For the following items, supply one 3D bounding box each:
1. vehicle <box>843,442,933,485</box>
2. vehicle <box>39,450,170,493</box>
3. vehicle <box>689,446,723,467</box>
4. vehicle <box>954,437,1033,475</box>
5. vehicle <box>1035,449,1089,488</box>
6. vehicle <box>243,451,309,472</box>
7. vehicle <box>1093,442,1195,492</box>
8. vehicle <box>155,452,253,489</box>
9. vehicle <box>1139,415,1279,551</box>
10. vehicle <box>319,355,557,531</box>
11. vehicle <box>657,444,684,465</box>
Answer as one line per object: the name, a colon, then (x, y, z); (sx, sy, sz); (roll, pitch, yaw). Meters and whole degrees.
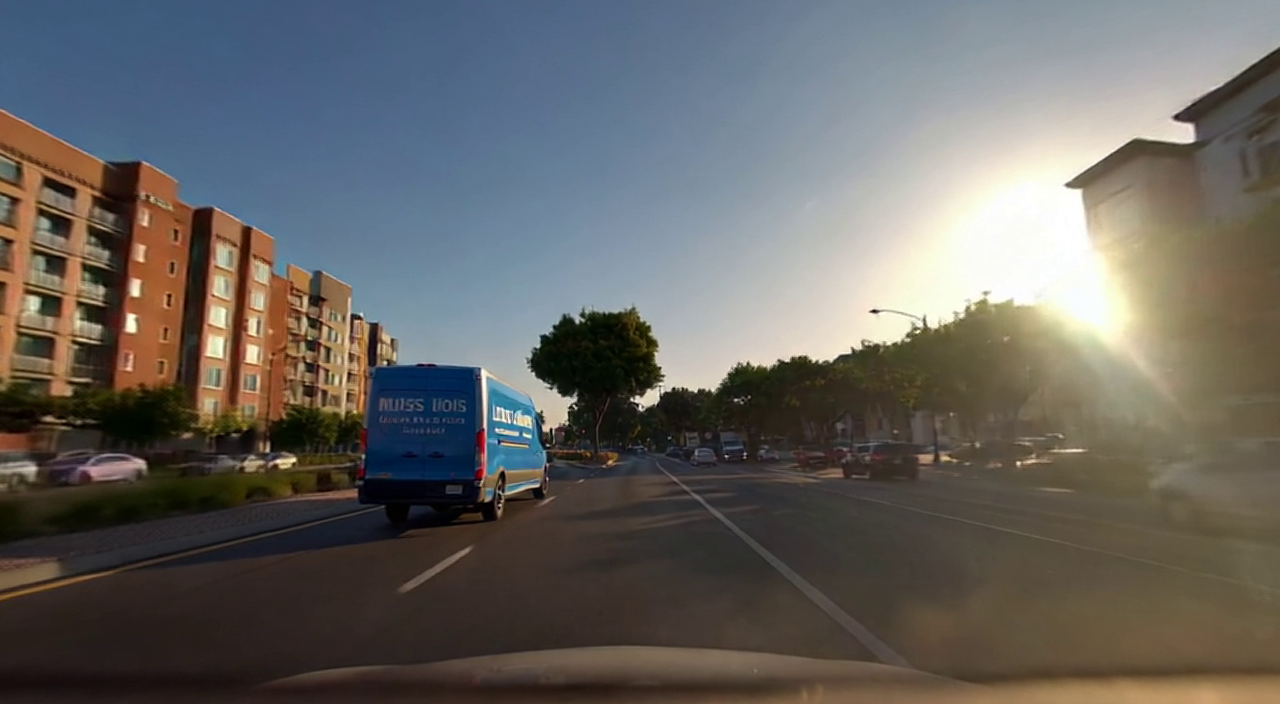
vehicle: (9.202, 4.160, 23.801); (1.850, 1.477, 3.520); (0, -8, -2)
vehicle: (-23.018, 5.111, 27.434); (1.835, 1.610, 4.452); (0, -8, -2)
vehicle: (5.012, 8.018, 48.693); (2.127, 1.439, 5.034); (0, -8, 0)
vehicle: (16.409, 4.790, 29.219); (4.218, 1.622, 1.930); (9, -12, -43)
vehicle: (16.241, 4.422, 24.346); (1.519, 1.364, 3.372); (-5, -10, 33)
vehicle: (-28.497, 8.562, 49.657); (1.878, 1.476, 4.847); (-1, -9, 7)
vehicle: (16.869, 3.754, 21.093); (4.141, 1.486, 1.900); (7, -11, -42)
vehicle: (-23.029, 6.247, 33.610); (1.869, 1.724, 4.505); (0, -8, 1)
vehicle: (9.122, 1.690, 8.153); (1.766, 1.725, 4.221); (0, -8, -2)
vehicle: (-3.924, 2.061, 14.549); (2.763, 2.974, 7.562); (0, -8, 2)
vehicle: (2.325, 7.864, 48.533); (1.878, 1.534, 4.120); (0, -8, 0)
